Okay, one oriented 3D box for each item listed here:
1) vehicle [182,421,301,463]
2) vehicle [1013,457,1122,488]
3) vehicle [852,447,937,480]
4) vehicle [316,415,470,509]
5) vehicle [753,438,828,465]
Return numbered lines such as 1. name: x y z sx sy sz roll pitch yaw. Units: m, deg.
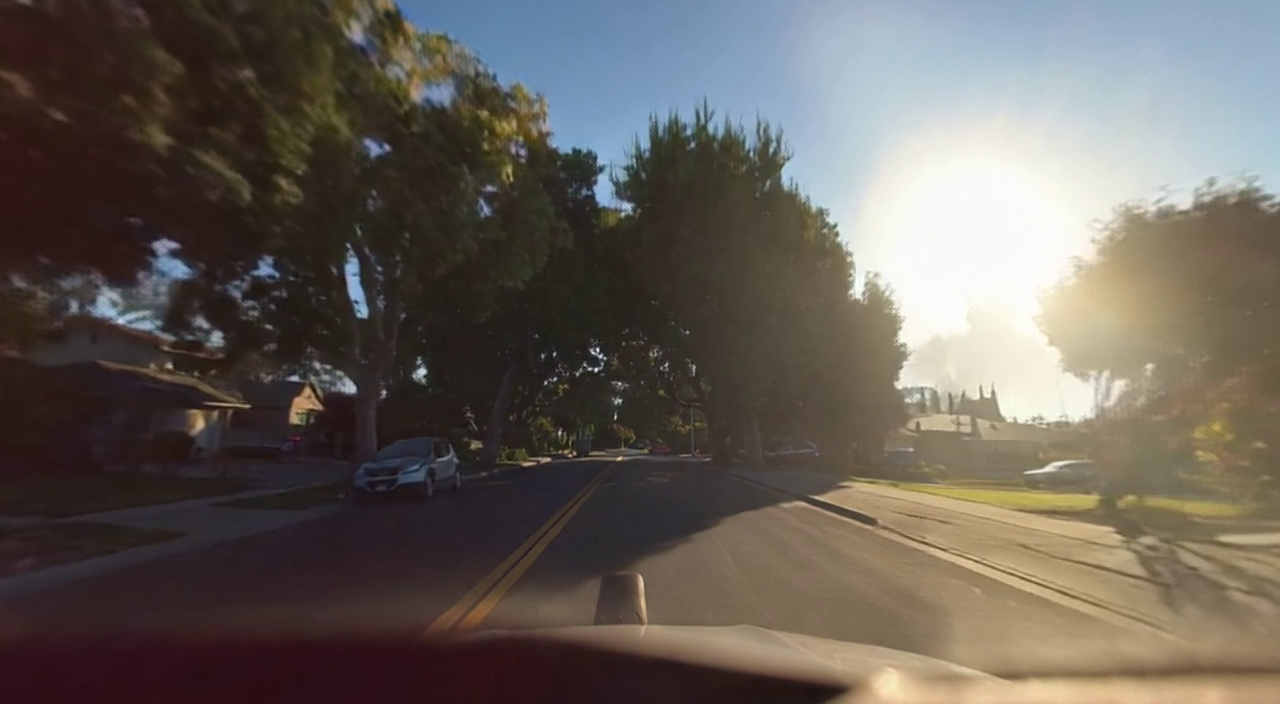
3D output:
1. vehicle: -17.184 3.895 27.204 4.742 1.495 1.963 -7 -9 23
2. vehicle: 21.601 6.115 32.098 4.337 1.453 1.814 -6 -10 29
3. vehicle: 14.500 6.310 36.010 4.231 1.493 1.941 -1 -8 30
4. vehicle: -5.910 2.800 15.710 1.924 1.765 4.542 -7 -12 0
5. vehicle: 10.934 7.189 45.804 4.854 1.771 2.123 -4 -7 28
